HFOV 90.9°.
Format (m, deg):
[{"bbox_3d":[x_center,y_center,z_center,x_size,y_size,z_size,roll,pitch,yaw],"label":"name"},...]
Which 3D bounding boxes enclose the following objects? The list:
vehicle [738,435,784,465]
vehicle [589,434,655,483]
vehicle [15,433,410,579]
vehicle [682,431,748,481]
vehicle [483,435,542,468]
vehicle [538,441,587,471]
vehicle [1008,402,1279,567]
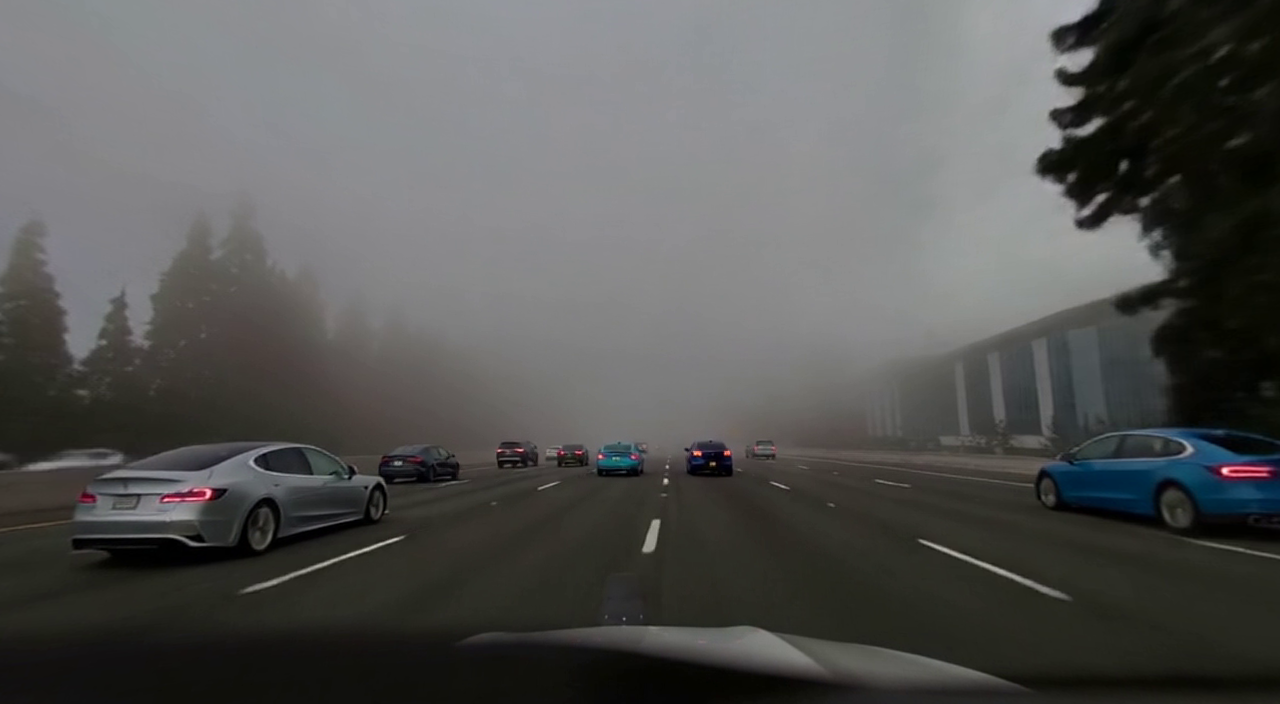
[{"bbox_3d":[7.671,6.237,40.368,2.071,1.754,4.484,0,-8,1],"label":"vehicle"},{"bbox_3d":[-0.569,3.931,23.592,2.102,1.624,4.257,-1,-8,3],"label":"vehicle"},{"bbox_3d":[-5.304,1.920,8.896,2.116,1.473,4.644,-1,-8,4],"label":"vehicle"},{"bbox_3d":[2.763,3.941,24.151,2.114,1.715,4.136,-1,-8,2],"label":"vehicle"},{"bbox_3d":[-7.553,5.932,37.881,2.187,1.851,5.085,-1,-8,4],"label":"vehicle"},{"bbox_3d":[-4.065,5.497,33.709,1.886,1.455,4.148,-1,-8,3],"label":"vehicle"},{"bbox_3d":[7.758,1.732,9.062,1.960,1.726,5.016,0,-8,1],"label":"vehicle"}]
